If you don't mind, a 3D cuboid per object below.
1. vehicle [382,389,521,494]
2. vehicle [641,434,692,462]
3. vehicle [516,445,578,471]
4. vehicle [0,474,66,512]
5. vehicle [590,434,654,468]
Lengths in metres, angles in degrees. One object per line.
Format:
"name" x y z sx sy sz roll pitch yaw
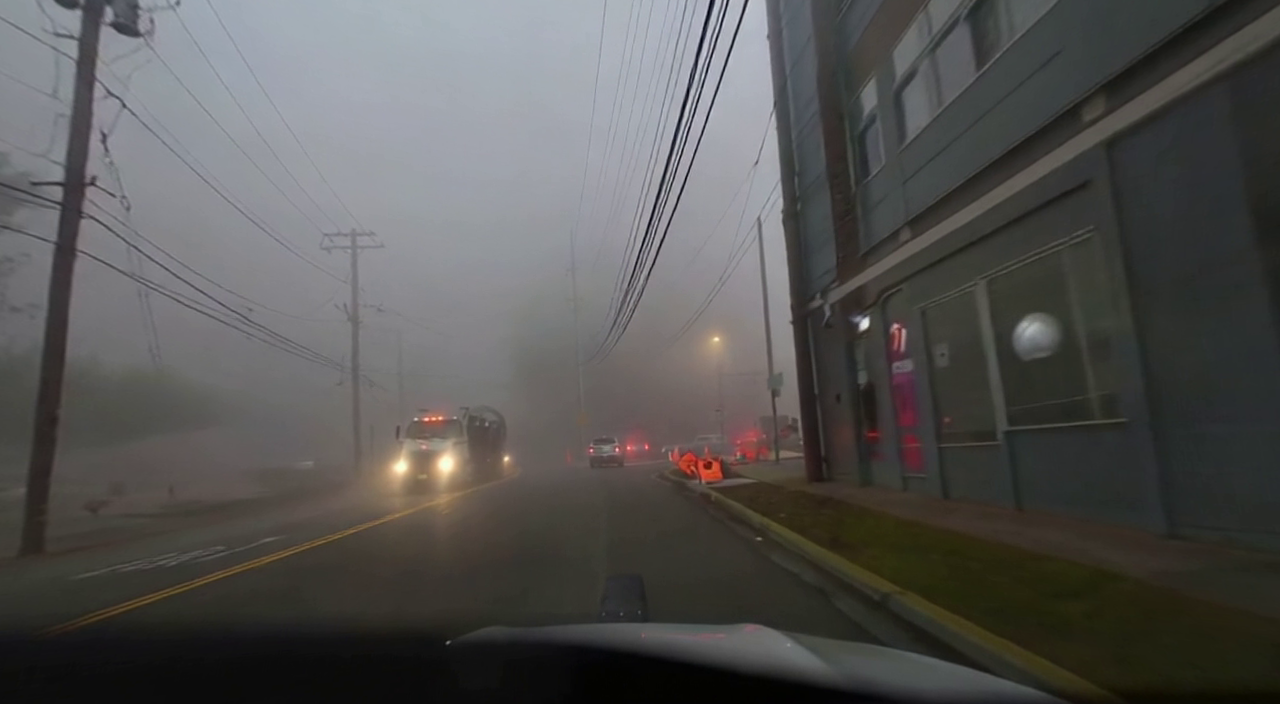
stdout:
"vehicle" -7.962 4.035 28.772 3.007 3.800 11.011 -1 -8 0
"vehicle" 2.014 6.921 45.758 2.206 1.911 5.548 -3 -8 18
"vehicle" -6.023 6.923 41.490 2.103 1.526 4.743 -3 -8 18
"vehicle" -34.322 7.741 34.478 4.158 1.736 1.971 -4 -7 2
"vehicle" -0.975 5.932 38.041 2.256 1.859 5.118 -3 -8 17
